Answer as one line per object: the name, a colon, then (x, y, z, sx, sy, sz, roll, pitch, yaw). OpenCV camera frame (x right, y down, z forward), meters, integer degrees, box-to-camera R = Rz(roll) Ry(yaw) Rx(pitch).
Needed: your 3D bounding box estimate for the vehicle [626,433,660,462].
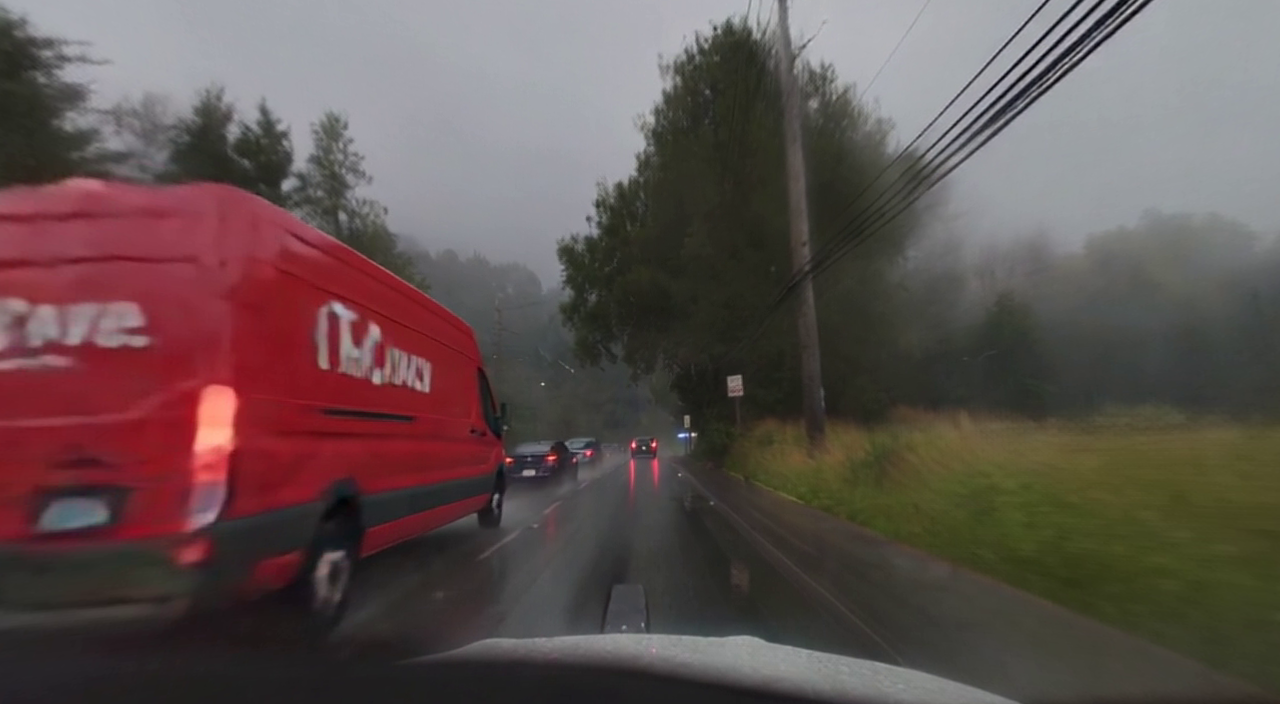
vehicle: (0.273, 6.653, 44.203, 2.241, 1.912, 4.095, 0, -8, 2)

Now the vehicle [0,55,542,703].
vehicle: (-3.356, 0.811, 7.331, 2.818, 3.181, 9.114, 0, -8, 1)
